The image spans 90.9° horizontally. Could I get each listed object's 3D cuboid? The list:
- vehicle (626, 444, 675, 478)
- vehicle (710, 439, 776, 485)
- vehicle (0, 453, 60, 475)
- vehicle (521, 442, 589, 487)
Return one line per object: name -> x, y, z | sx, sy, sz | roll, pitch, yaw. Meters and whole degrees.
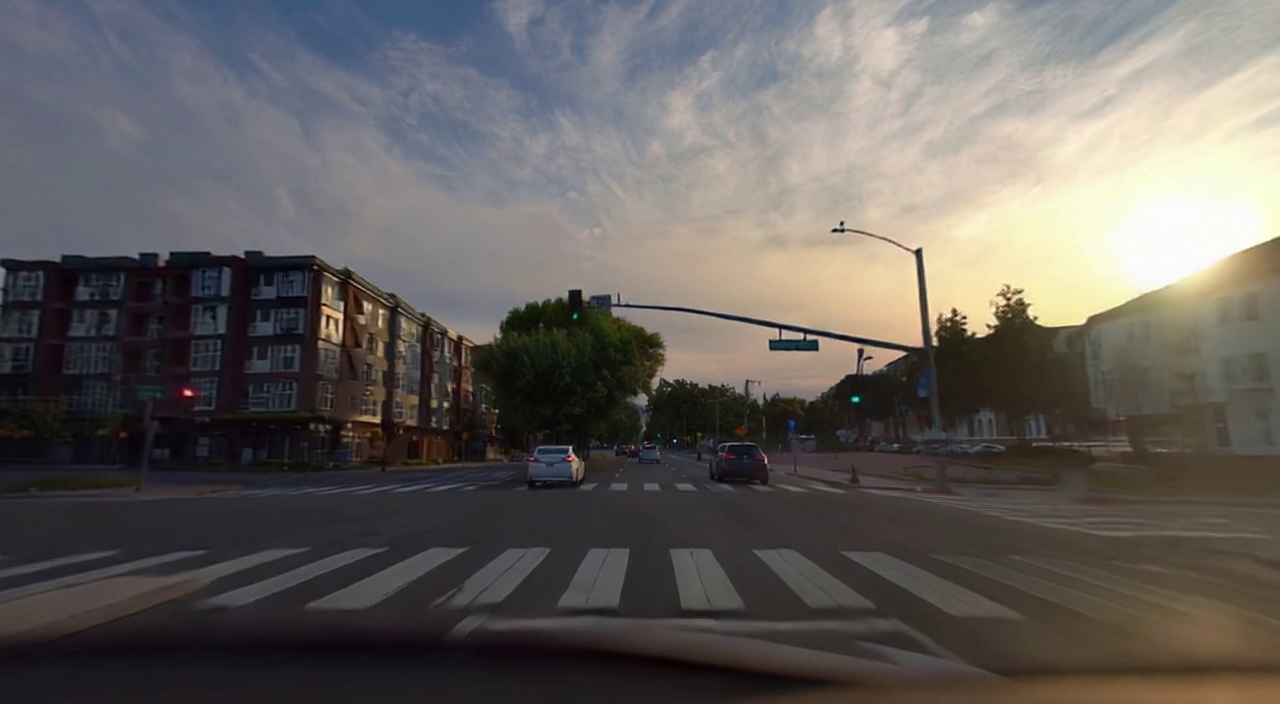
vehicle -> 0.444, 5.023, 29.277 | 2.103, 1.468, 4.094 | 0, -9, 0
vehicle -> 3.972, 4.320, 24.940 | 1.987, 1.637, 3.896 | 0, -9, 0
vehicle -> -44.763, 8.020, 45.245 | 1.817, 1.450, 4.567 | 0, -9, 2
vehicle -> -3.020, 4.098, 23.264 | 1.860, 1.510, 4.073 | 0, -9, 1
